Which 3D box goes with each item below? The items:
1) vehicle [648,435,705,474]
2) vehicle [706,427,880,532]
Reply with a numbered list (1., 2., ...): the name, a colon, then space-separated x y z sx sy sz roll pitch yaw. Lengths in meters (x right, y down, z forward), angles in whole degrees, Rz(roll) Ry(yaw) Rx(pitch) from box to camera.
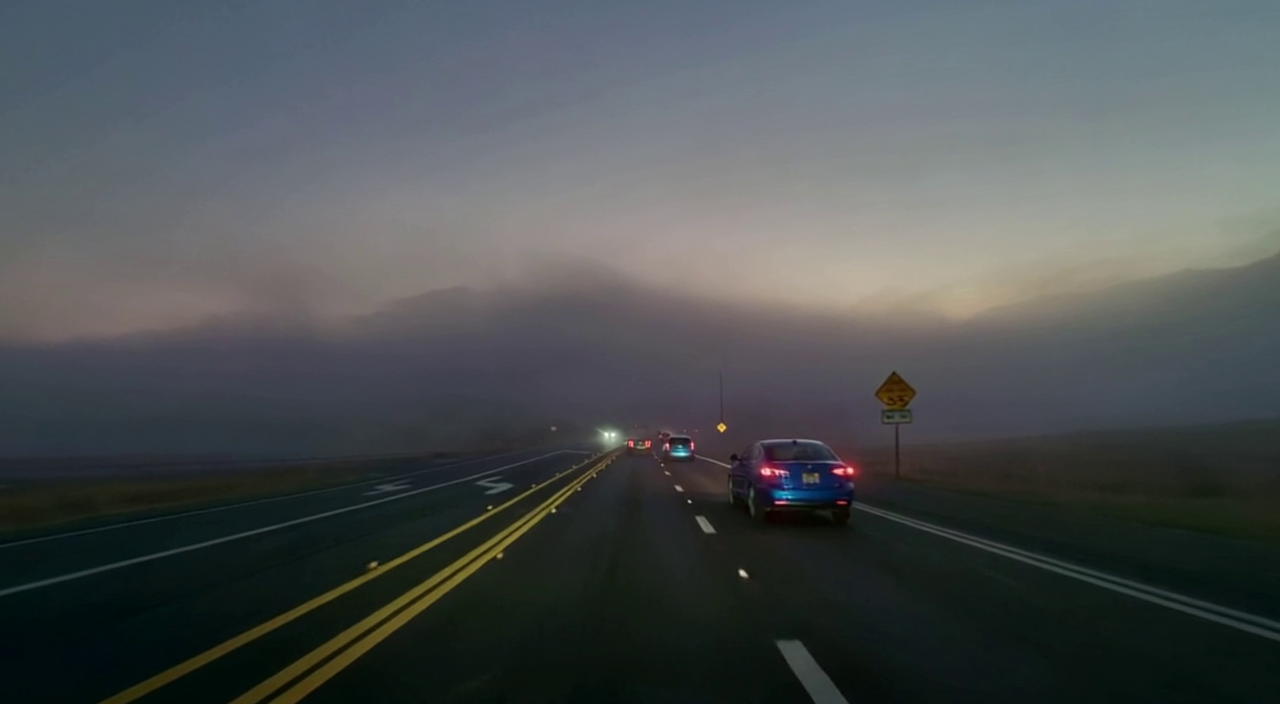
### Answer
1. vehicle: 1.444 4.313 26.760 2.026 1.531 4.273 0 -8 -2
2. vehicle: 2.474 2.178 11.349 2.007 1.534 3.976 0 -8 -2
